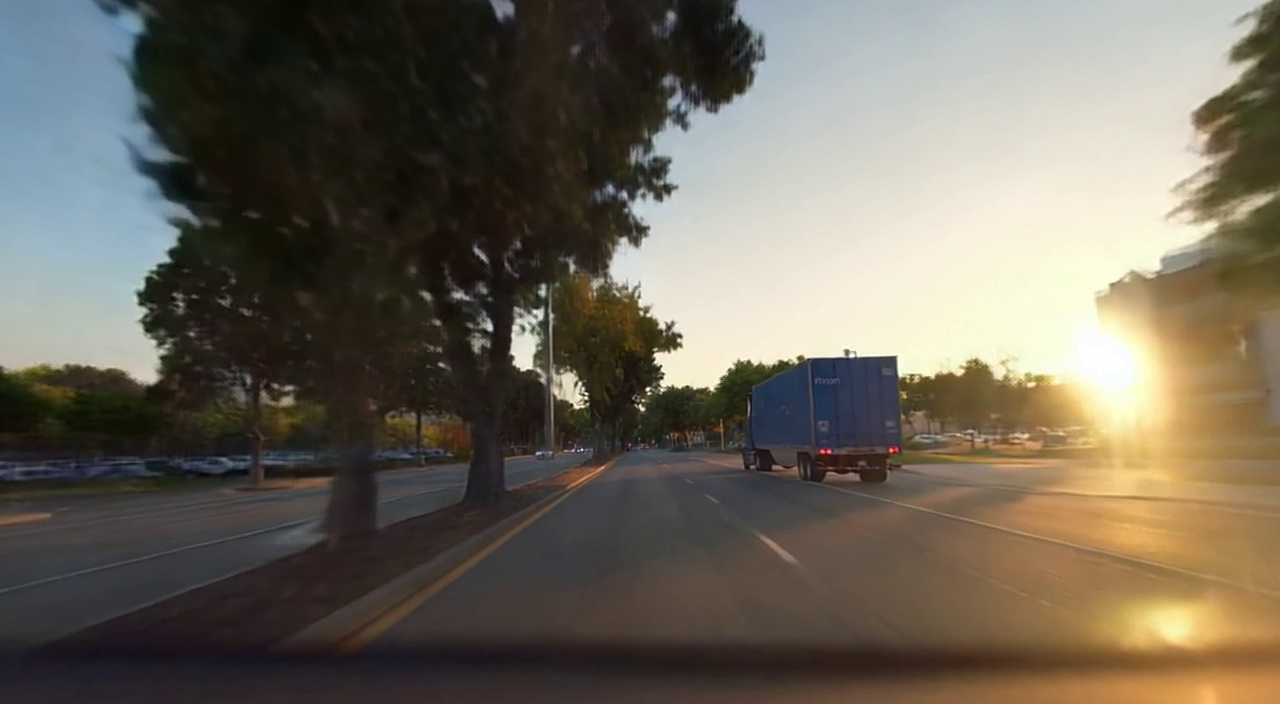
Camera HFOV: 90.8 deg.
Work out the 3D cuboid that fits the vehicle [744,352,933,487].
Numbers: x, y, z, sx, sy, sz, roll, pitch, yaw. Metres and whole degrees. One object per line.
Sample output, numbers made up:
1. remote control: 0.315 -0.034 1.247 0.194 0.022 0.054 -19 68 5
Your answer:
1. vehicle: 6.537 2.727 23.633 3.120 3.794 11.510 0 -8 -1
